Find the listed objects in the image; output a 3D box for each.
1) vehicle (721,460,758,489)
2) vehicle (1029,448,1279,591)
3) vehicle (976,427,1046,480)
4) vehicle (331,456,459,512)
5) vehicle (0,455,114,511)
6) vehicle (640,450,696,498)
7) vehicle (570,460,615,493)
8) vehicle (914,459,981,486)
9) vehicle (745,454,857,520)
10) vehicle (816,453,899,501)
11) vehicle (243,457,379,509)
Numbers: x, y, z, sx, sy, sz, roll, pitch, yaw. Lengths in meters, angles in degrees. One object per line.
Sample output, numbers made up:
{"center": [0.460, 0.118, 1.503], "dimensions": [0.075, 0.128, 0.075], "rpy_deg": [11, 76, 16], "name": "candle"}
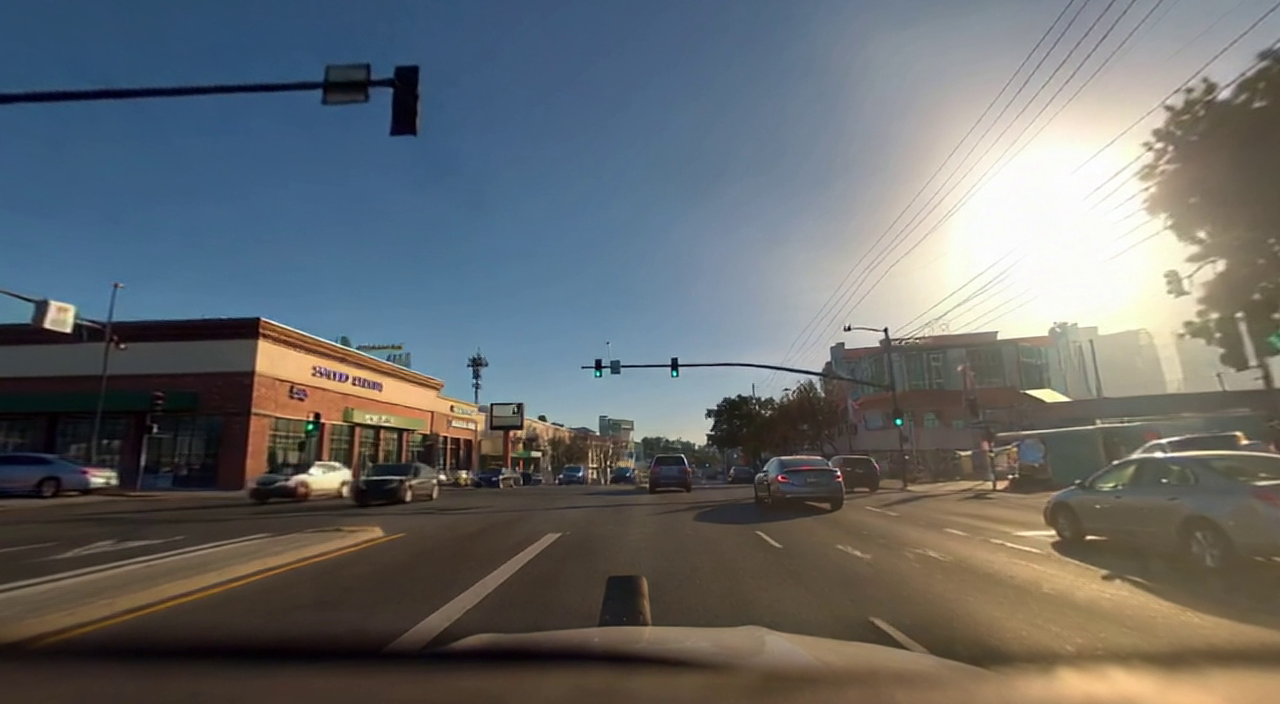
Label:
{"center": [6.618, 8.210, 42.360], "dimensions": [2.036, 1.719, 4.318], "rpy_deg": [-1, -9, 4], "name": "vehicle"}
{"center": [7.663, 2.045, 8.532], "dimensions": [1.911, 1.466, 4.572], "rpy_deg": [0, -9, 1], "name": "vehicle"}
{"center": [19.577, 5.282, 33.104], "dimensions": [2.521, 2.491, 5.455], "rpy_deg": [-7, -11, 34], "name": "vehicle"}
{"center": [-7.605, 4.124, 20.180], "dimensions": [1.993, 1.491, 4.673], "rpy_deg": [-1, -9, 4], "name": "vehicle"}
{"center": [-18.623, 3.910, 19.195], "dimensions": [4.404, 1.462, 2.075], "rpy_deg": [-4, -9, 23], "name": "vehicle"}
{"center": [1.257, 5.189, 27.294], "dimensions": [2.210, 1.861, 4.280], "rpy_deg": [-1, -9, 4], "name": "vehicle"}
{"center": [-2.797, 7.462, 38.104], "dimensions": [2.041, 1.494, 4.647], "rpy_deg": [-3, -6, 4], "name": "vehicle"}
{"center": [18.394, 7.163, 37.656], "dimensions": [4.373, 1.399, 2.052], "rpy_deg": [8, -11, -41], "name": "vehicle"}
{"center": [4.214, 3.588, 17.354], "dimensions": [1.963, 1.484, 4.609], "rpy_deg": [0, -9, 1], "name": "vehicle"}
{"center": [8.852, 5.093, 26.113], "dimensions": [2.040, 1.738, 4.414], "rpy_deg": [0, -9, 3], "name": "vehicle"}
{"center": [-11.170, 4.449, 21.900], "dimensions": [1.938, 1.506, 4.771], "rpy_deg": [-1, -9, 4], "name": "vehicle"}
